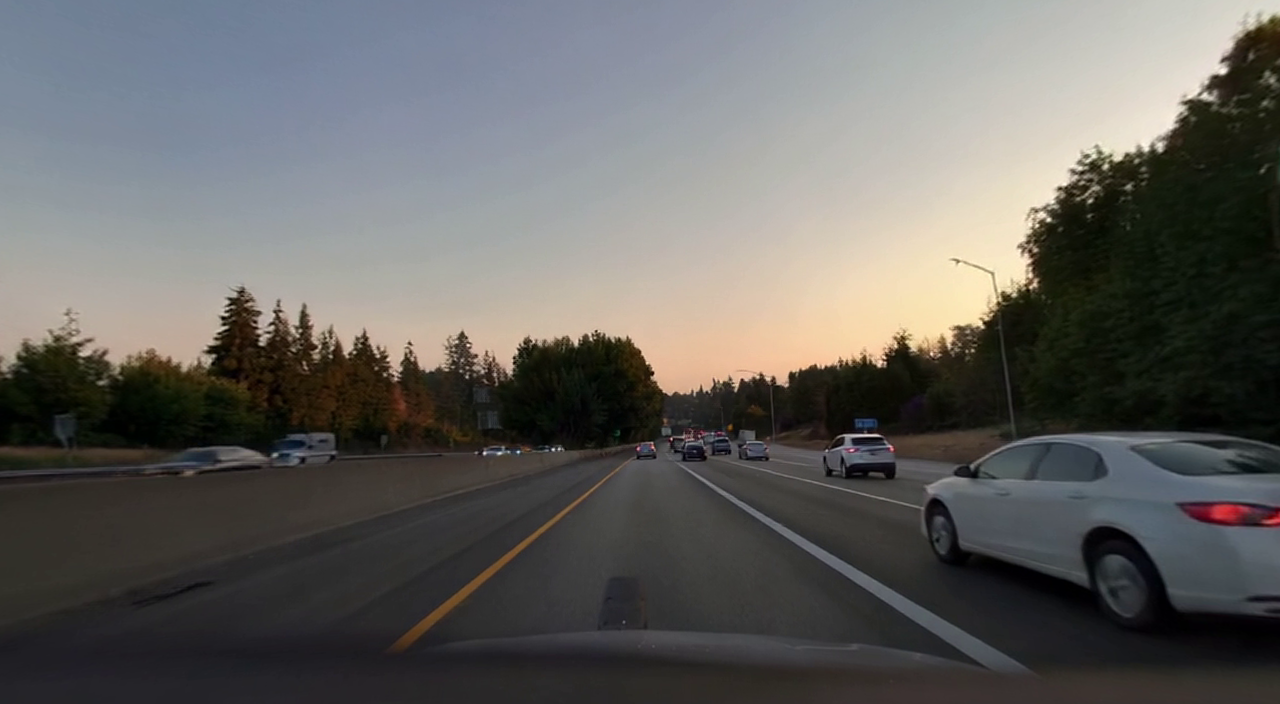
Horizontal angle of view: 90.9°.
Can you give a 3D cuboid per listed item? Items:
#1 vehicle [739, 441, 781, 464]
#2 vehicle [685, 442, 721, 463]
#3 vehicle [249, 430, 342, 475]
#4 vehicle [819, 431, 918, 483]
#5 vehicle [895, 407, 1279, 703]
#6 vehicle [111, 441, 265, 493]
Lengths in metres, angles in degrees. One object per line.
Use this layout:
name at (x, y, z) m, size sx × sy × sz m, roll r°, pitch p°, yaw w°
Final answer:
vehicle at (8.088, 6.821, 42.936) m, size 1.919 × 1.476 × 4.303 m, roll 0°, pitch -8°, yaw -1°
vehicle at (4.502, 7.263, 45.711) m, size 2.118 × 1.438 × 4.312 m, roll 0°, pitch -8°, yaw -1°
vehicle at (-21.330, 6.246, 39.466) m, size 2.442 × 2.577 × 5.925 m, roll 0°, pitch -8°, yaw 0°
vehicle at (8.213, 3.814, 23.106) m, size 1.986 × 1.703 × 4.226 m, roll 0°, pitch -8°, yaw -1°
vehicle at (4.203, 1.309, 5.040) m, size 2.223 × 1.483 × 5.075 m, roll 0°, pitch -8°, yaw 0°
vehicle at (-17.166, 4.365, 24.359) m, size 2.209 × 1.774 × 4.989 m, roll 0°, pitch -8°, yaw 0°
